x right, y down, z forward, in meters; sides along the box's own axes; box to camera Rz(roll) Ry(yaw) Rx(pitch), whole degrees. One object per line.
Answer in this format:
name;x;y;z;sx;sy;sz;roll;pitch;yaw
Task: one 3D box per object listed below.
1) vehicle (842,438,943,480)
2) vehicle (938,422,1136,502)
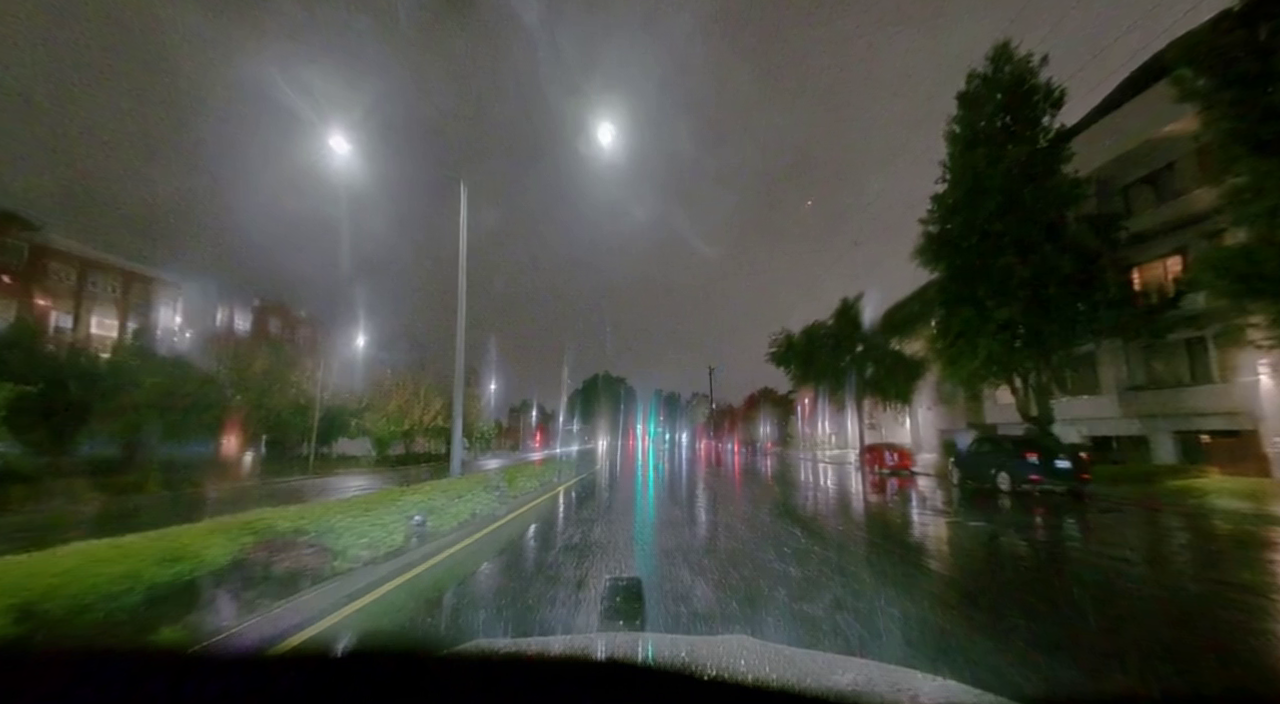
vehicle;9.894;4.239;25.244;1.996;1.488;4.810;0;-8;0
vehicle;9.846;2.755;16.246;2.018;1.742;4.547;0;-8;-1
